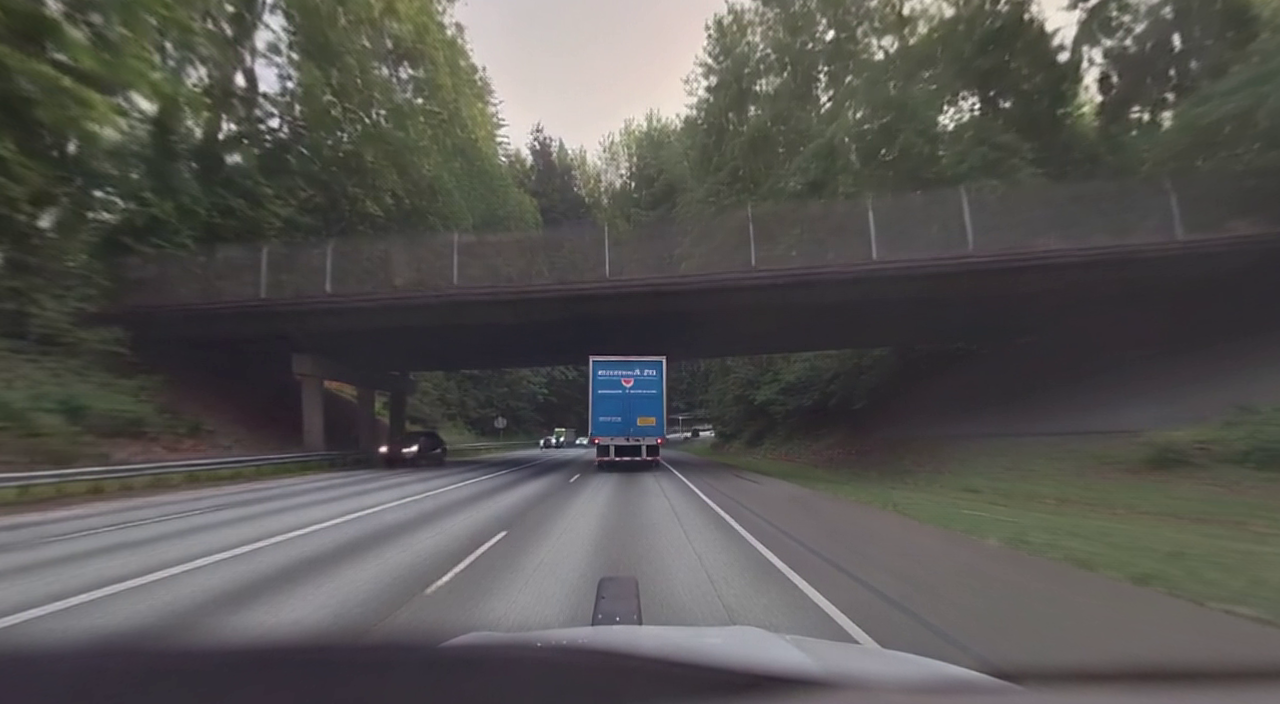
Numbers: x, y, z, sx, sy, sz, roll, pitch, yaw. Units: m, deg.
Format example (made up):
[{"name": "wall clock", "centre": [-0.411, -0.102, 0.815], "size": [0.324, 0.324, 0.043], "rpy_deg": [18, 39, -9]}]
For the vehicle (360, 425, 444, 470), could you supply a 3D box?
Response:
[{"name": "vehicle", "centre": [-8.812, 3.560, 23.626], "size": [1.828, 1.533, 3.432], "rpy_deg": [0, -8, 0]}]

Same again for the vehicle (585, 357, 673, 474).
[{"name": "vehicle", "centre": [-0.604, 2.772, 26.192], "size": [2.895, 3.861, 10.213], "rpy_deg": [0, -8, -3]}]
